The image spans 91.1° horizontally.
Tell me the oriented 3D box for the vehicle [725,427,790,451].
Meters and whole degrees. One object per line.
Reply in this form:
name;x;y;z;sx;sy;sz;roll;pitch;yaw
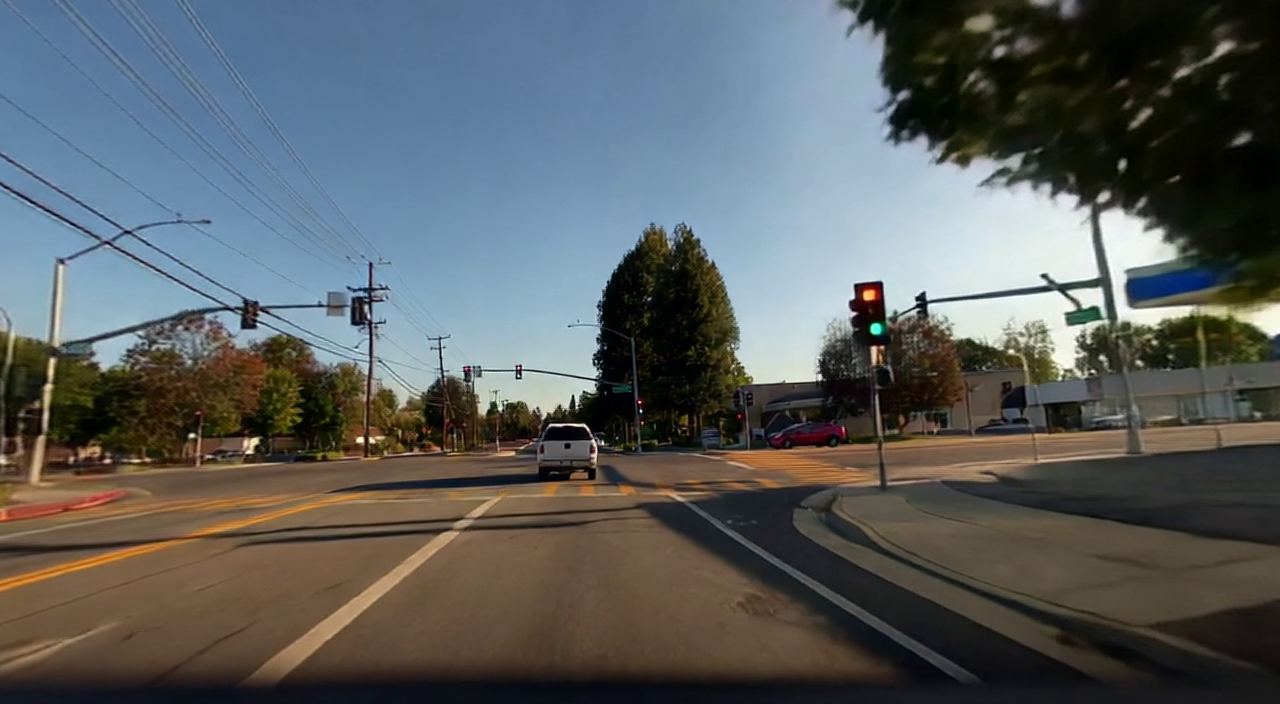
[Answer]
vehicle;7.768;5.767;41.712;3.990;1.548;1.780;0;-8;4

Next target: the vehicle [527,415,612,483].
vehicle;-2.141;3.023;19.746;2.300;1.868;4.690;1;-8;-5

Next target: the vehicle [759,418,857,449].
vehicle;9.839;4.825;37.038;5.149;1.725;1.964;0;-8;-4
